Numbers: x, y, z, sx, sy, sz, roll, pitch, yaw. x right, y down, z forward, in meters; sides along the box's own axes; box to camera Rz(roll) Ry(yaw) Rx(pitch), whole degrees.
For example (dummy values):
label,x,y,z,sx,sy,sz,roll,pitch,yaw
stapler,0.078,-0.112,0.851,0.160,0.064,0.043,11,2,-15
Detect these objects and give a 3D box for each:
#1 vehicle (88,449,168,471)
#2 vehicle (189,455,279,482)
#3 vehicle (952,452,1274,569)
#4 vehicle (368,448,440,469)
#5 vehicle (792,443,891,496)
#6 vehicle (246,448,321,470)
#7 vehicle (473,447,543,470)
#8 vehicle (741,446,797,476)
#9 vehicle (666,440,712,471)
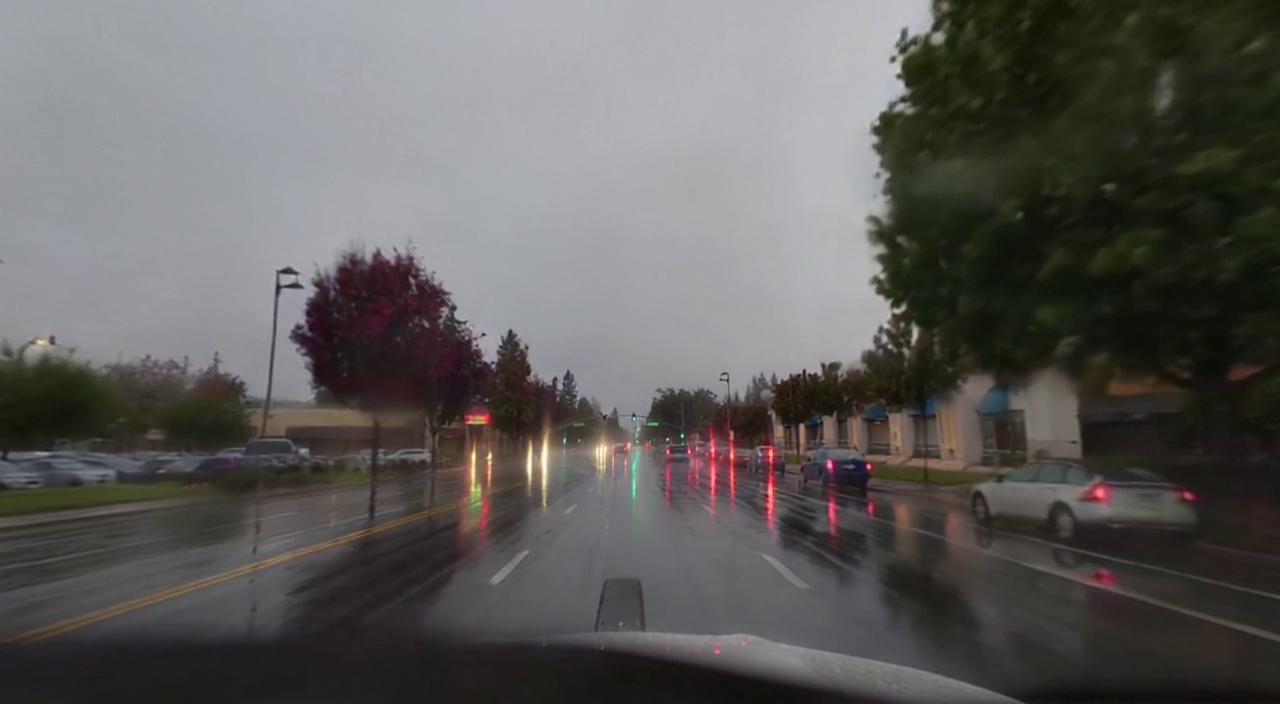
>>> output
label,x,y,z,sx,sy,sz,roll,pitch,yaw
vehicle,-38.884,8.175,48.106,1.864,1.502,4.432,-2,-9,13
vehicle,-23.819,6.817,37.273,1.768,1.429,4.423,-2,-9,13
vehicle,7.271,2.416,10.491,1.852,1.448,4.446,0,-8,-1
vehicle,-17.734,8.002,47.494,4.635,1.457,2.060,-2,-9,13
vehicle,7.140,4.170,22.958,1.994,1.691,4.472,0,-8,-2
vehicle,-25.506,7.648,45.371,1.893,1.477,4.621,-3,-9,15
vehicle,-9.491,7.609,45.420,4.700,1.567,2.165,-6,-10,32
vehicle,7.267,6.162,36.071,1.951,1.601,5.147,0,-8,-2
vehicle,2.974,6.394,39.333,2.293,1.814,4.589,0,-8,-3
